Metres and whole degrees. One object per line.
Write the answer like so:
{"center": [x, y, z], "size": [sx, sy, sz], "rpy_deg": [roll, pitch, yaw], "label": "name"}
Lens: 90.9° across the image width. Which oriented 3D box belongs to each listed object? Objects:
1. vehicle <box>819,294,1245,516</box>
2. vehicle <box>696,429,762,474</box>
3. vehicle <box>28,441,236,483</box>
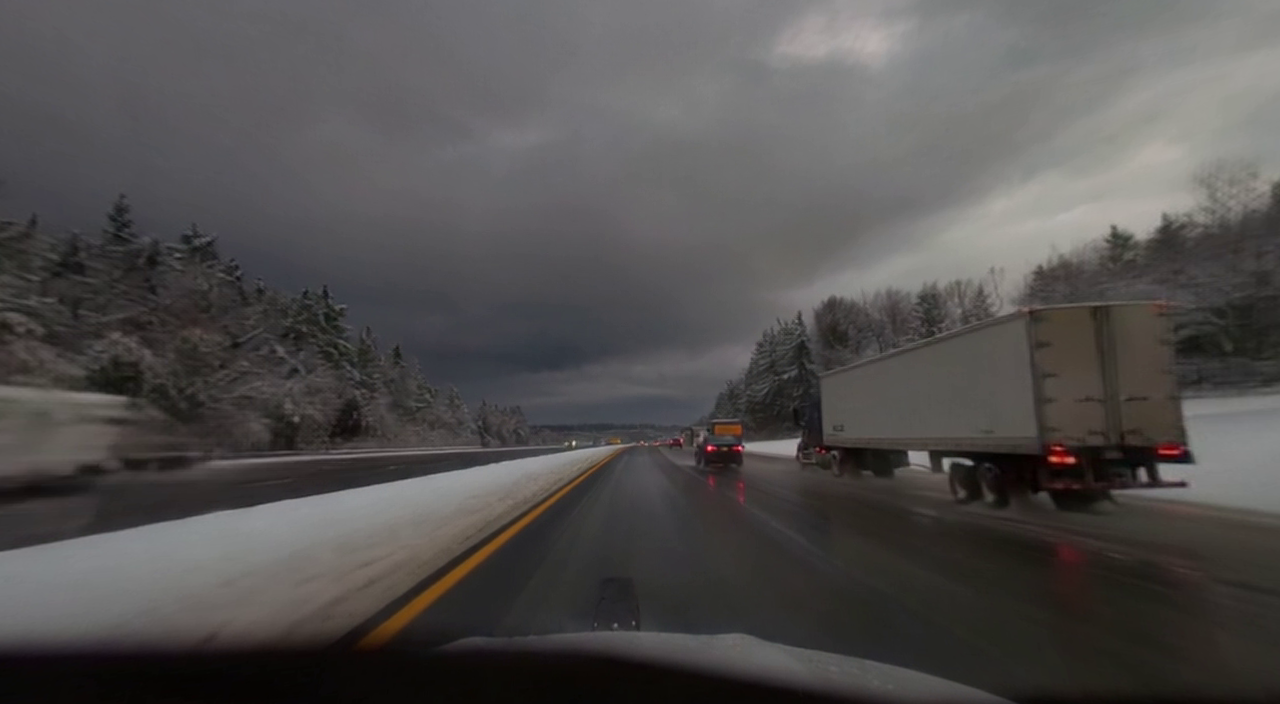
{"center": [9.170, 1.852, 18.626], "size": [3.440, 4.093, 13.944], "rpy_deg": [0, -8, -1], "label": "vehicle"}
{"center": [3.604, 4.103, 26.340], "size": [2.011, 1.672, 4.415], "rpy_deg": [0, -8, -2], "label": "vehicle"}
{"center": [-17.201, 3.732, 21.932], "size": [2.491, 1.219, 5.785], "rpy_deg": [0, -8, 0], "label": "vehicle"}
